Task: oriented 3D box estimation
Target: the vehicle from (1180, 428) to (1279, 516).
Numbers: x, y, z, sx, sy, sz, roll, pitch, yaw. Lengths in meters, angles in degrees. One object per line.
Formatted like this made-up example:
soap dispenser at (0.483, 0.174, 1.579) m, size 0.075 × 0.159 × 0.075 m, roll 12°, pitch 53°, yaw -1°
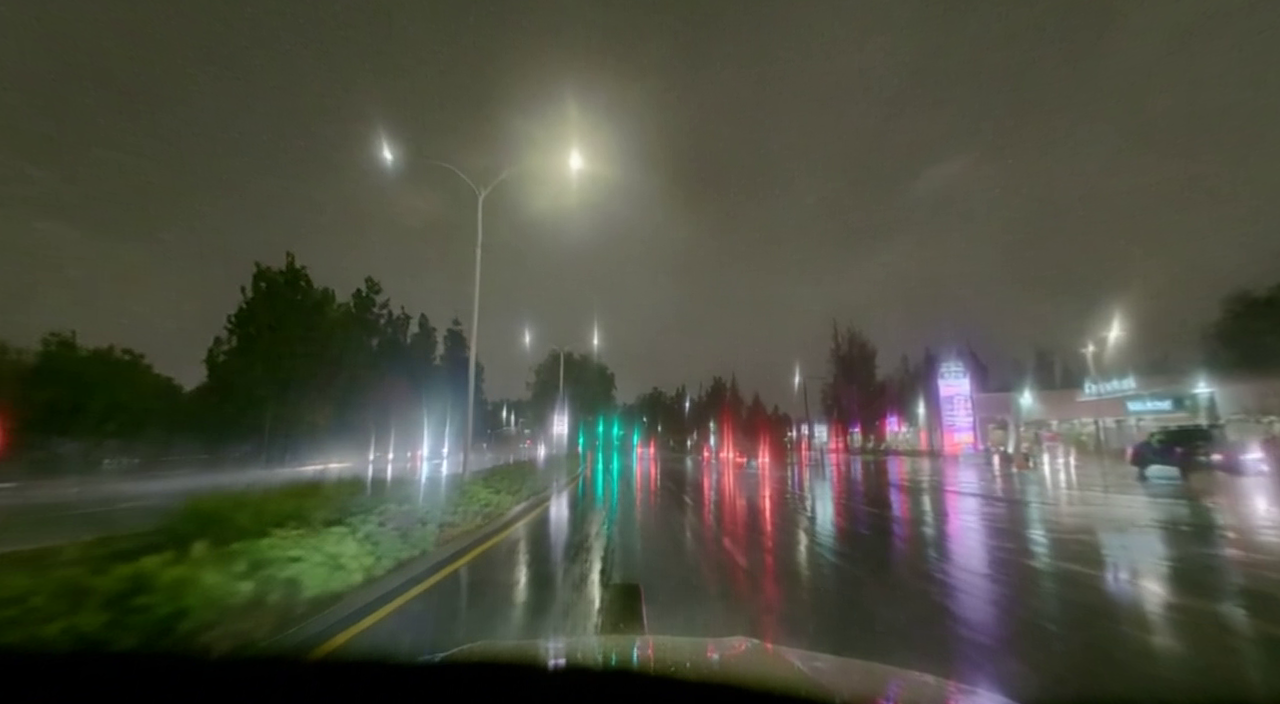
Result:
vehicle at (16.011, 3.004, 16.341) m, size 5.251 × 1.946 × 2.114 m, roll 7°, pitch -11°, yaw -40°

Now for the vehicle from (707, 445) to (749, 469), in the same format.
vehicle at (5.670, 6.813, 41.230) m, size 1.876 × 1.474 × 4.126 m, roll 1°, pitch -8°, yaw -5°

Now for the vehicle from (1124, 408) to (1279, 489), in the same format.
vehicle at (21.588, 3.422, 22.585) m, size 6.254 × 2.698 × 2.433 m, roll -5°, pitch -10°, yaw 27°

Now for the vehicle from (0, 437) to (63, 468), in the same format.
vehicle at (-31.066, 4.907, 31.033) m, size 3.606 × 1.434 × 1.790 m, roll 1°, pitch -8°, yaw 0°

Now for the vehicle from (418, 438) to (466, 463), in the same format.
vehicle at (-14.933, 7.482, 47.952) m, size 2.058 × 1.770 × 5.291 m, roll 0°, pitch -8°, yaw -1°
